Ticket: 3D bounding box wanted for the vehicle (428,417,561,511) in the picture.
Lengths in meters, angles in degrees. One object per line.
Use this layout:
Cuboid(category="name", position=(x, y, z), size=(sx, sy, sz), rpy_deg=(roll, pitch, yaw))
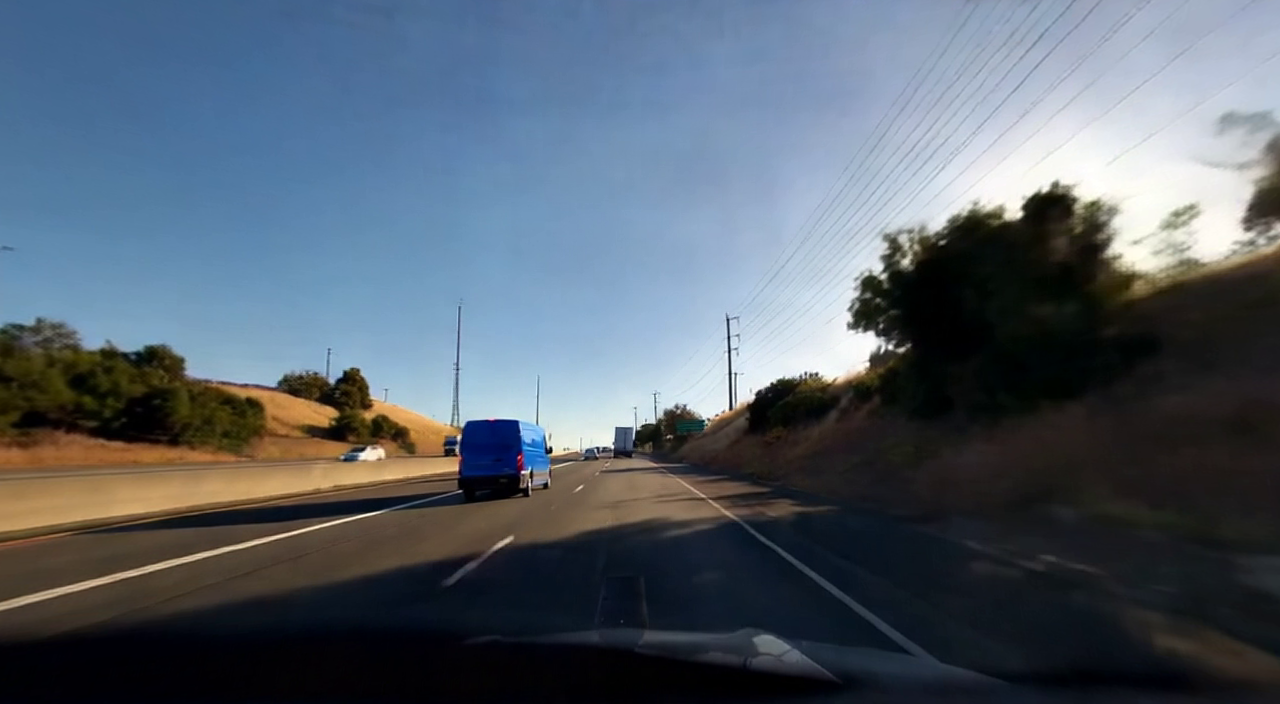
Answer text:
Cuboid(category="vehicle", position=(-3.444, 2.804, 16.193), size=(2.197, 2.011, 5.130), rpy_deg=(0, -9, 0))
